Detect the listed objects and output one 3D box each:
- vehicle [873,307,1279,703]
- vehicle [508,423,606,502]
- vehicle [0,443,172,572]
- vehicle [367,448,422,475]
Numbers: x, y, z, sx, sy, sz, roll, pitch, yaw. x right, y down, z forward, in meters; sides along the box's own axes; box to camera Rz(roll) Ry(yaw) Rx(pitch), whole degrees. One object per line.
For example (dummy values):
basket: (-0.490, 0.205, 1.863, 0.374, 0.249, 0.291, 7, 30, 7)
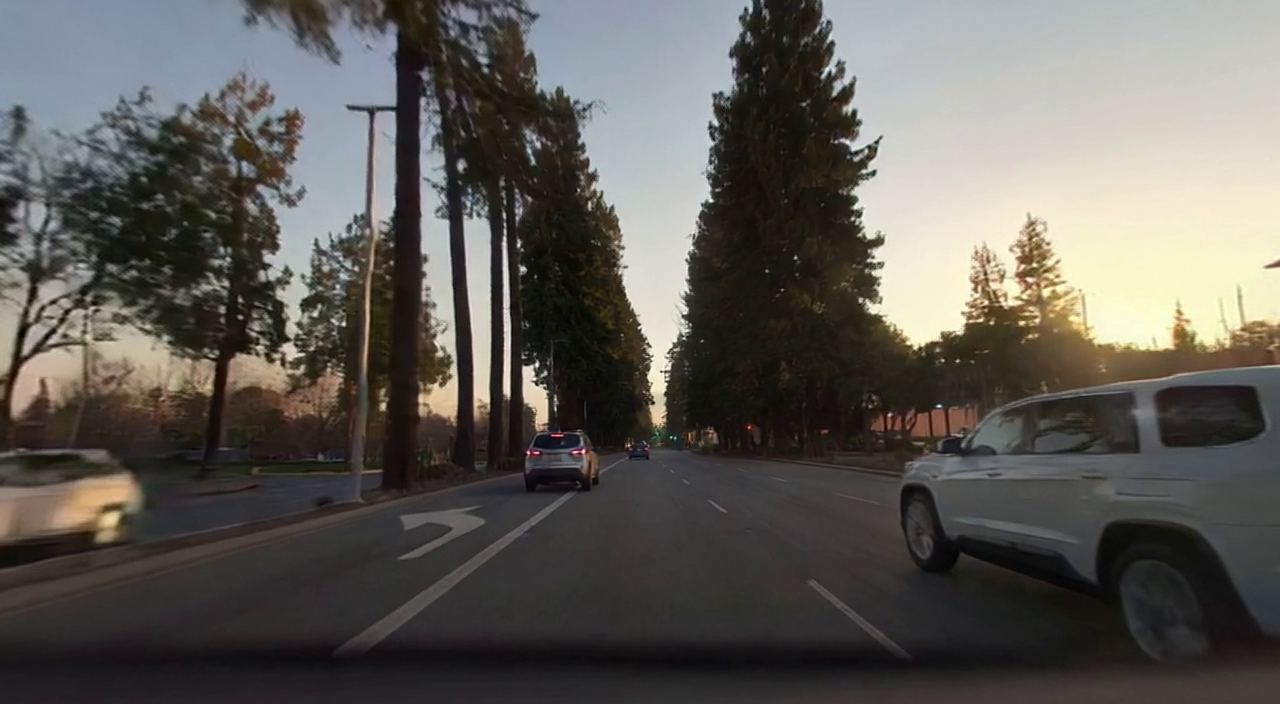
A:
vehicle: (3.485, 0.953, 3.914, 2.238, 1.767, 4.563, 0, -8, -1)
vehicle: (-2.111, 3.004, 17.644, 2.300, 1.870, 4.936, 0, -8, -3)
vehicle: (-8.884, 2.038, 8.599, 2.001, 1.579, 3.930, 0, -8, 0)
vehicle: (-17.016, 7.592, 44.024, 2.060, 1.769, 4.385, 0, -8, 0)
